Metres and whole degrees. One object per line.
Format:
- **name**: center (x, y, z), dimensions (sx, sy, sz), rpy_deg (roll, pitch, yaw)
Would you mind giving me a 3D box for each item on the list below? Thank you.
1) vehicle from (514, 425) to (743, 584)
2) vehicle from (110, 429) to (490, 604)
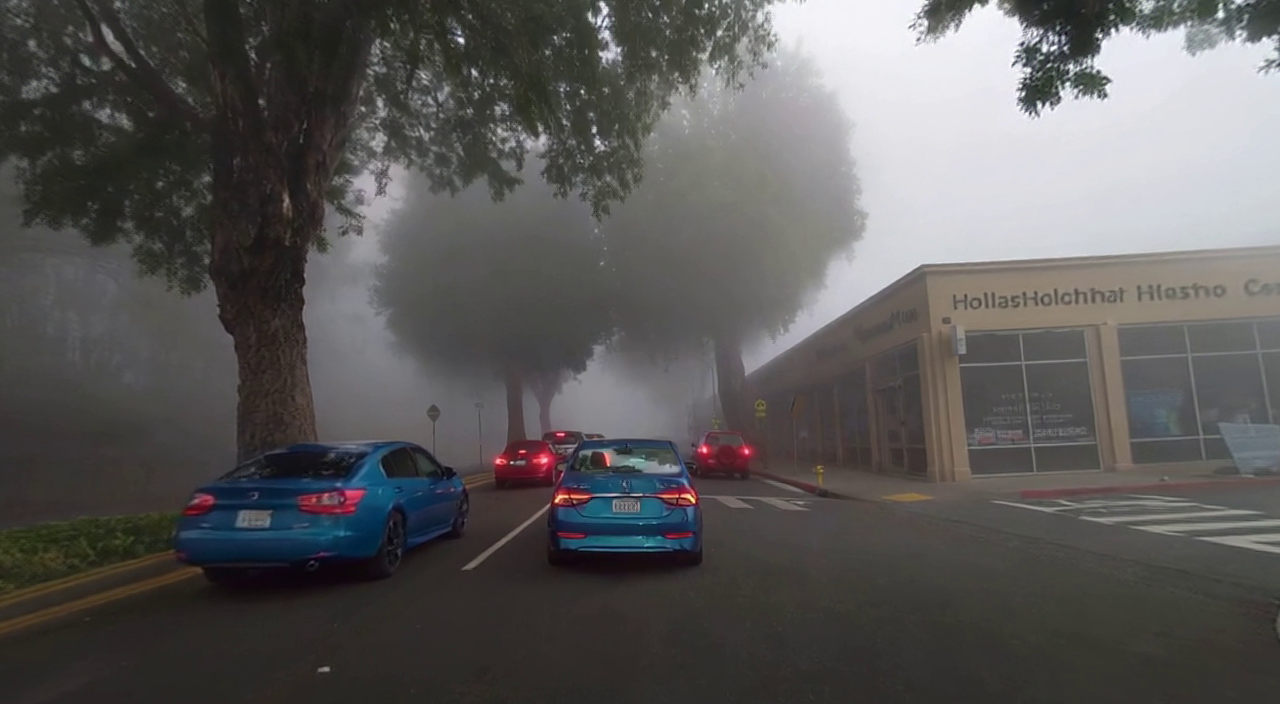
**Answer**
- **vehicle**: center (-0.117, 1.753, 8.043), dimensions (2.160, 1.482, 4.037), rpy_deg (0, -9, 0)
- **vehicle**: center (-3.405, 1.720, 7.575), dimensions (2.029, 1.456, 4.414), rpy_deg (0, -9, 1)
